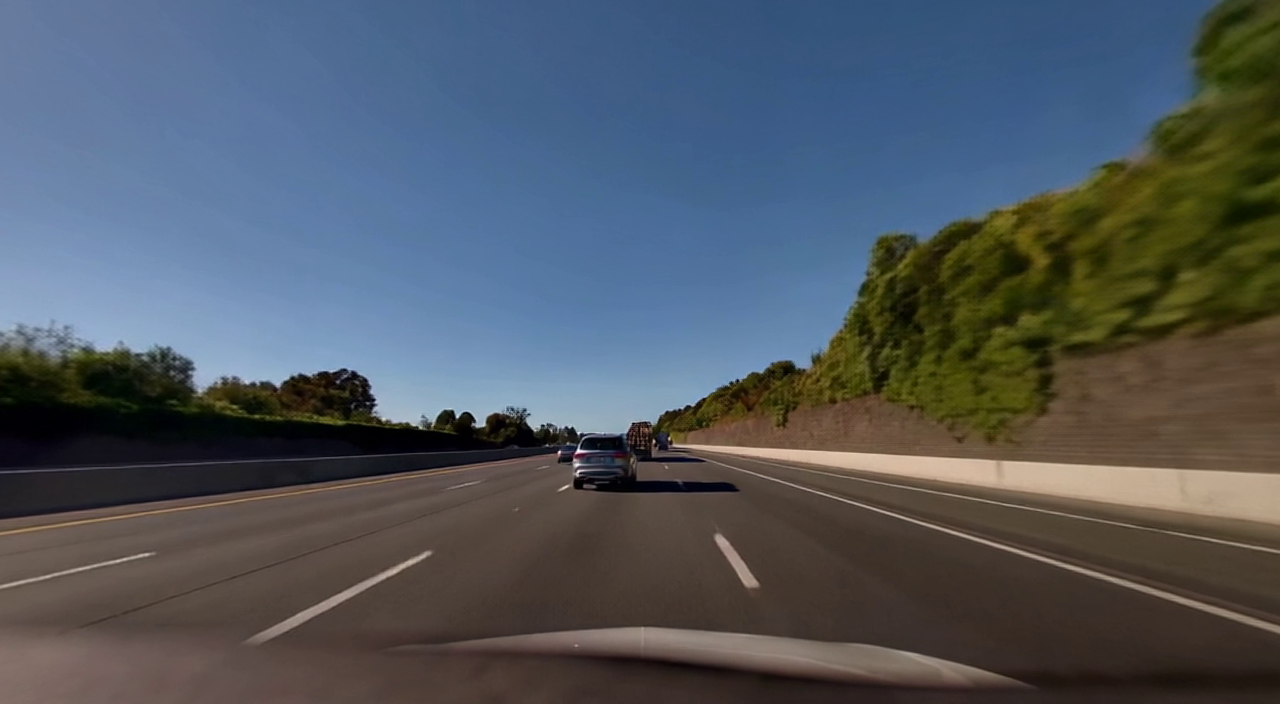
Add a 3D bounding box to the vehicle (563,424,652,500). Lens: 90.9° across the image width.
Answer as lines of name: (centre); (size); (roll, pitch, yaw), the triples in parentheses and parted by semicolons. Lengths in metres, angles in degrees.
vehicle: (-0.736, 2.940, 17.198); (2.114, 1.787, 4.365); (0, -8, 1)
